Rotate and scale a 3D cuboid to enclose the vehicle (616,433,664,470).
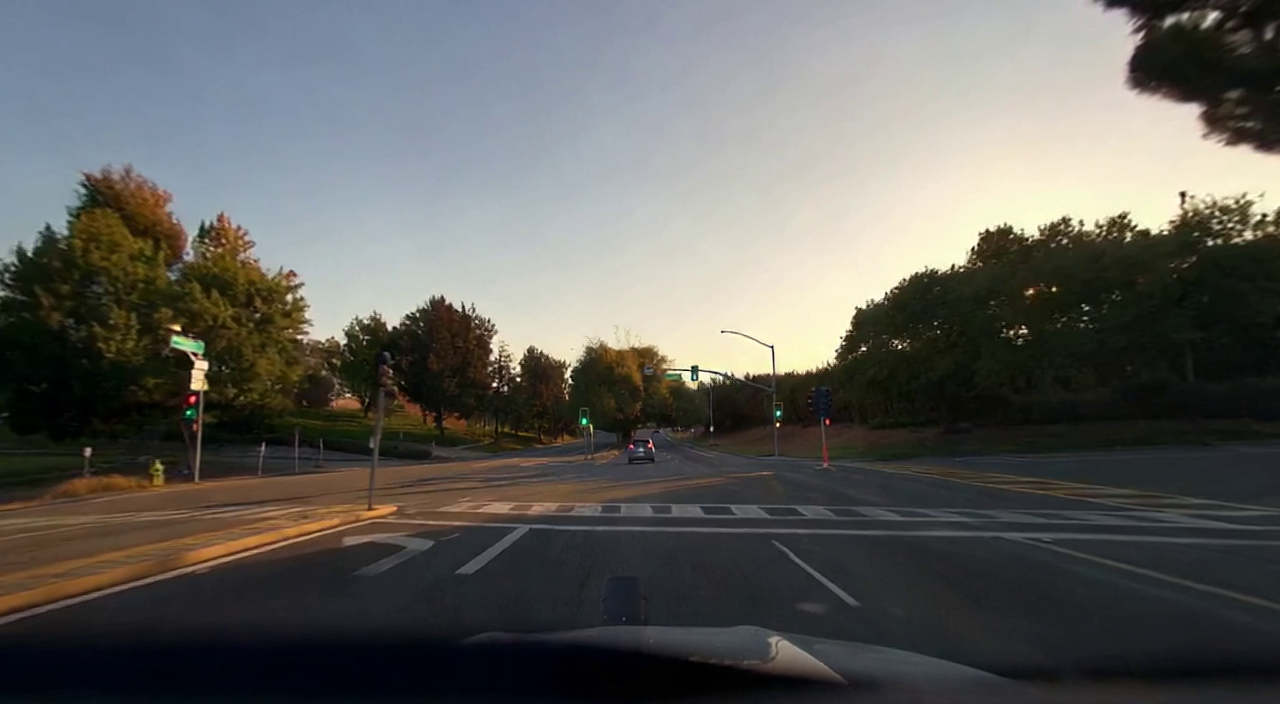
[{"bbox_3d":[-0.003,5.056,32.025,2.256,1.734,4.176,0,-8,0],"label":"vehicle"}]
